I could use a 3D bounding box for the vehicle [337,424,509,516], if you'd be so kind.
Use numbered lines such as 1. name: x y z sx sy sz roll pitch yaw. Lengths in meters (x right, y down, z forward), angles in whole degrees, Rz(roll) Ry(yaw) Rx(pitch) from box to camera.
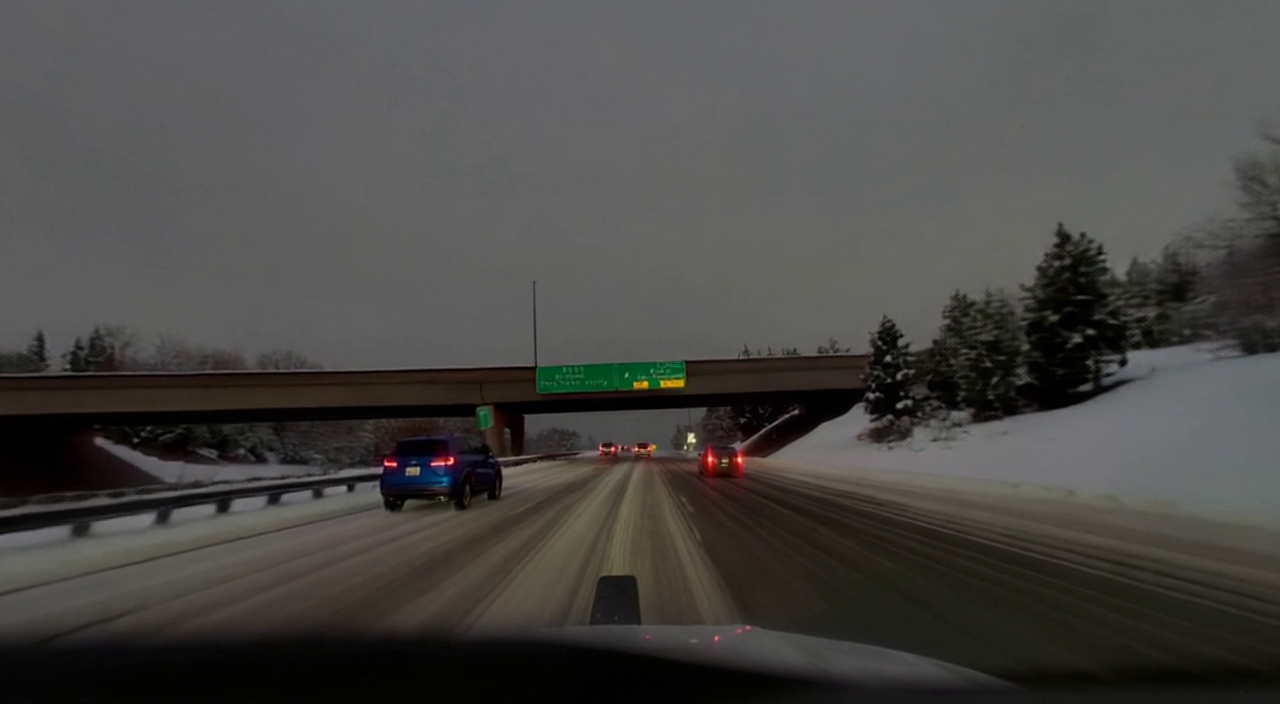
1. vehicle: -4.356 2.445 13.525 2.193 1.641 4.077 0 -8 1

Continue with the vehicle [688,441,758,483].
1. vehicle: 3.095 4.216 24.580 2.083 1.453 4.307 0 -8 -1
